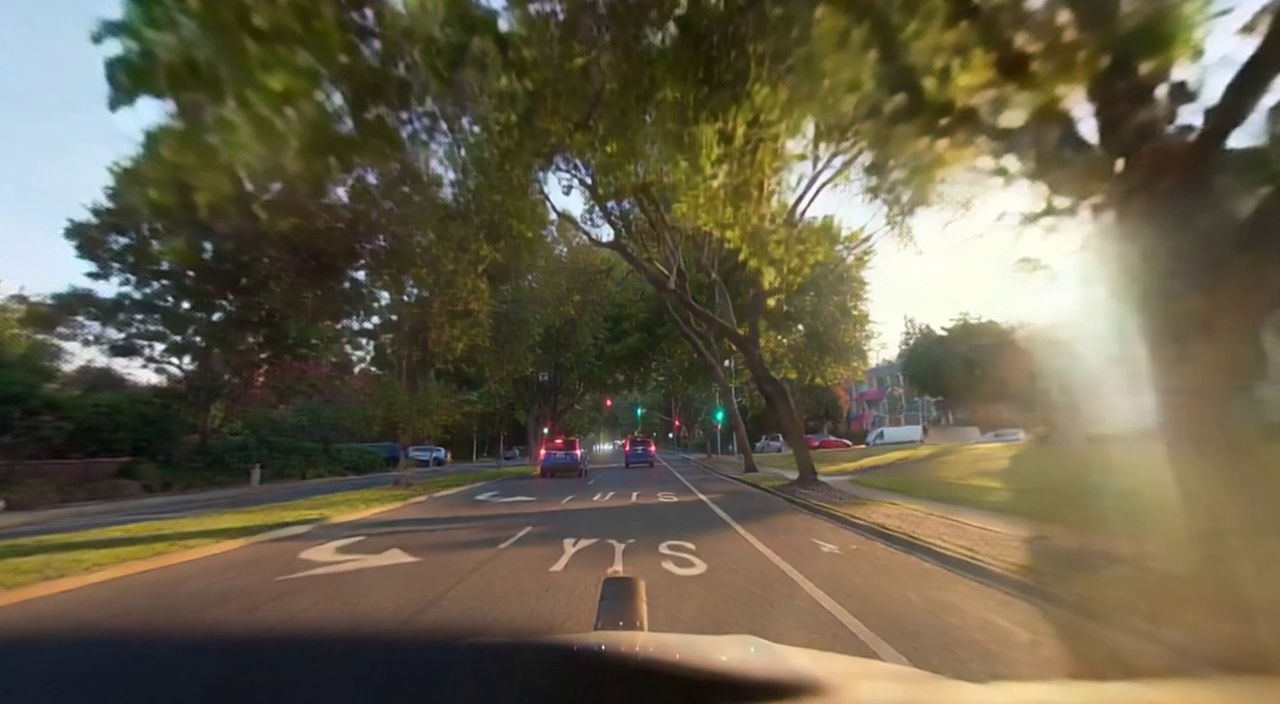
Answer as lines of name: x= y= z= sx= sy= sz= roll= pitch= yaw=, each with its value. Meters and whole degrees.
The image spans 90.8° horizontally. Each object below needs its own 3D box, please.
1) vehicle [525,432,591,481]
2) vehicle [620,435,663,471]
vehicle: x=-3.154 y=4.128 z=25.216 sx=2.097 sy=1.755 sz=4.336 roll=0 pitch=-8 yaw=0
vehicle: x=0.031 y=5.232 z=32.945 sx=2.088 sy=1.735 sz=4.801 roll=0 pitch=-8 yaw=-1
